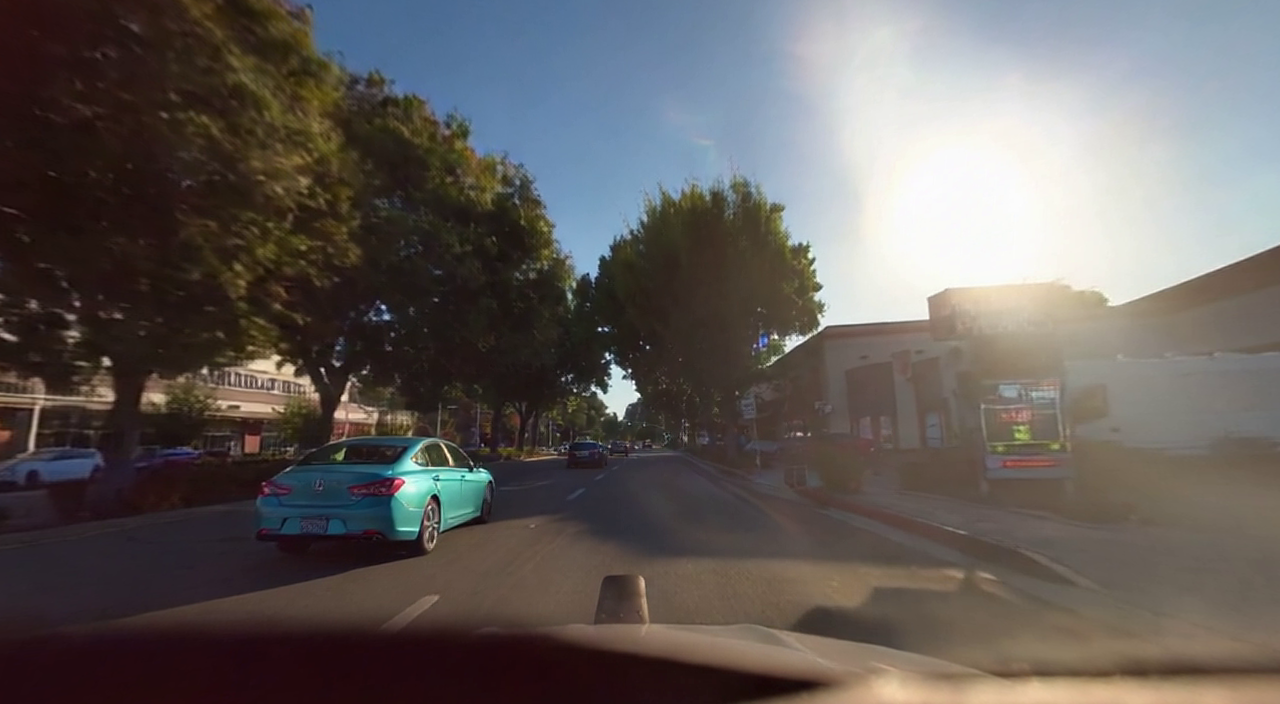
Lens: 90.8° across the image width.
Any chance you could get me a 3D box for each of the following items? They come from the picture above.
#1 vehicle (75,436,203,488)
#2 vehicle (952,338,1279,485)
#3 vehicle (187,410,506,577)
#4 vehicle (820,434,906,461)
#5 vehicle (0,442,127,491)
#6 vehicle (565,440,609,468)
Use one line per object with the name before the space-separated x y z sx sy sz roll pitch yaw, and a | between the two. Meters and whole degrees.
vehicle | -25.804 5.686 32.870 2.393 2.465 5.027 -1 -9 0
vehicle | 15.159 1.973 20.479 8.300 4.310 2.832 -1 -9 0
vehicle | -3.432 1.769 8.675 2.126 1.655 4.560 0 -9 1
vehicle | 14.174 6.097 40.363 4.697 1.518 1.990 -2 -7 -2
vehicle | -25.706 4.881 27.335 2.258 1.896 5.595 0 -9 0
vehicle | -2.915 5.768 35.755 1.955 1.461 4.396 0 -9 2
